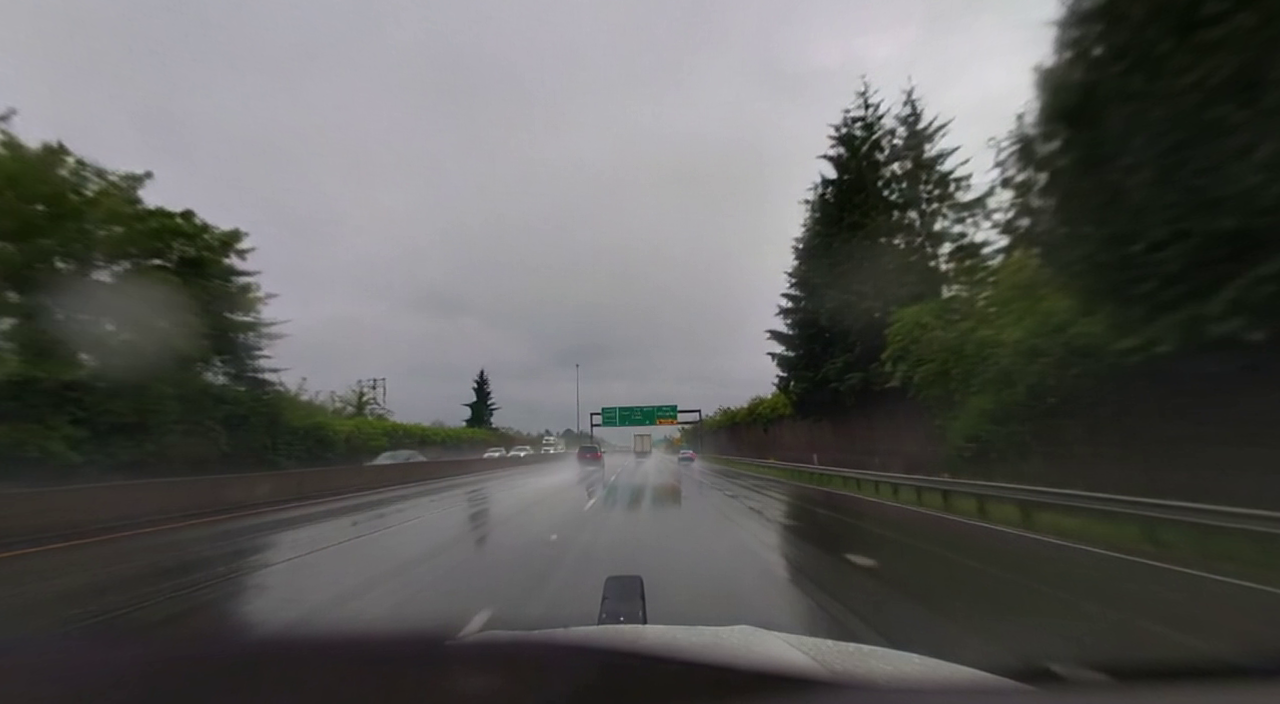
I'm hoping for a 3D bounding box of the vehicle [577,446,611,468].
[{"bbox_3d":[-3.190,7.377,44.514,2.020,1.475,4.434,0,-9,0],"label":"vehicle"}]

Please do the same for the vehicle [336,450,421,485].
[{"bbox_3d":[-11.857,5.256,28.967,1.942,1.450,4.455,0,-9,1],"label":"vehicle"}]
